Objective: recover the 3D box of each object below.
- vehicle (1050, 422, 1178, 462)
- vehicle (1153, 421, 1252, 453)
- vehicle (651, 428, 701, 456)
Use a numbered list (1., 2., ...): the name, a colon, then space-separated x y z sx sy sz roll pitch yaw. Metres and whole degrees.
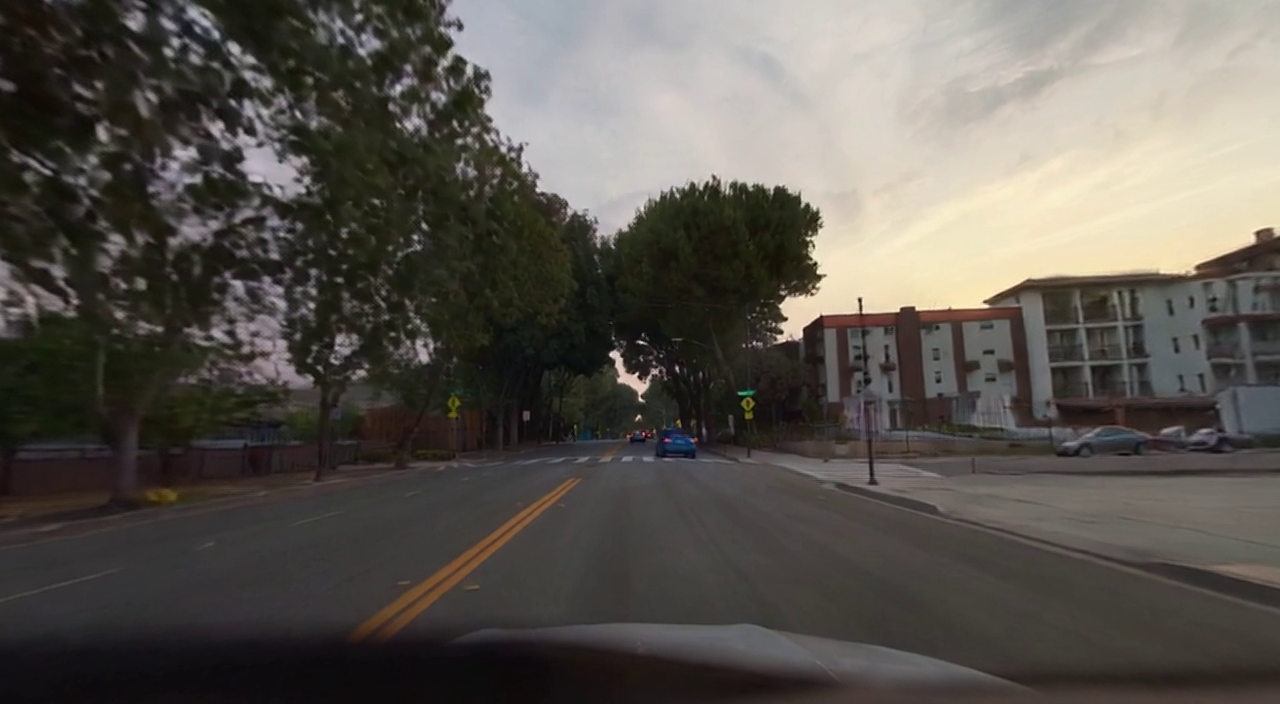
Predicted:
1. vehicle: 23.957 4.571 31.979 4.676 1.775 2.085 -2 -8 2
2. vehicle: 33.857 5.106 38.038 1.887 1.808 4.443 -1 -7 1
3. vehicle: 2.220 5.655 39.668 1.981 1.703 3.691 2 -8 -17
